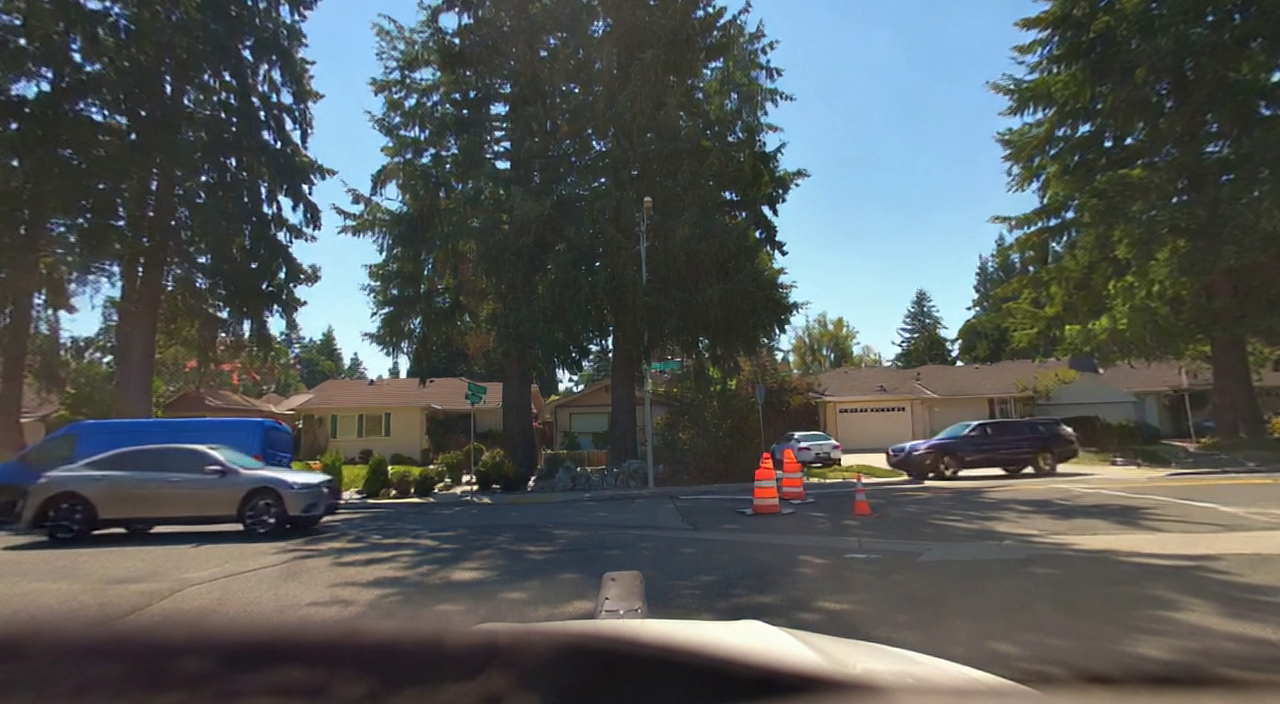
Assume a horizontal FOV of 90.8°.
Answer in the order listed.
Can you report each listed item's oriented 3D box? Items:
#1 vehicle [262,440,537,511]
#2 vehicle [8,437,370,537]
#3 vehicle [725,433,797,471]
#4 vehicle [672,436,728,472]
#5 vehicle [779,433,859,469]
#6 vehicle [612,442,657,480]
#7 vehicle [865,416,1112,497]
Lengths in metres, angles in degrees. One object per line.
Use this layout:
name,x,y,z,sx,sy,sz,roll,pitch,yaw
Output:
vehicle,-6.398,3.406,17.853,6.643,1.777,2.925,1,-9,-5
vehicle,-7.565,2.286,11.058,4.684,1.556,2.087,0,-8,-1
vehicle,5.337,4.483,28.485,2.007,1.555,4.204,1,-9,-7
vehicle,2.598,4.564,28.387,1.745,1.461,4.074,1,-9,-5
vehicle,8.060,4.517,28.922,1.893,1.529,4.422,1,-9,-7
vehicle,-0.304,4.775,27.928,1.648,1.430,3.654,4,-9,-4
vehicle,8.620,2.610,15.955,5.047,1.851,2.103,1,-9,-5
